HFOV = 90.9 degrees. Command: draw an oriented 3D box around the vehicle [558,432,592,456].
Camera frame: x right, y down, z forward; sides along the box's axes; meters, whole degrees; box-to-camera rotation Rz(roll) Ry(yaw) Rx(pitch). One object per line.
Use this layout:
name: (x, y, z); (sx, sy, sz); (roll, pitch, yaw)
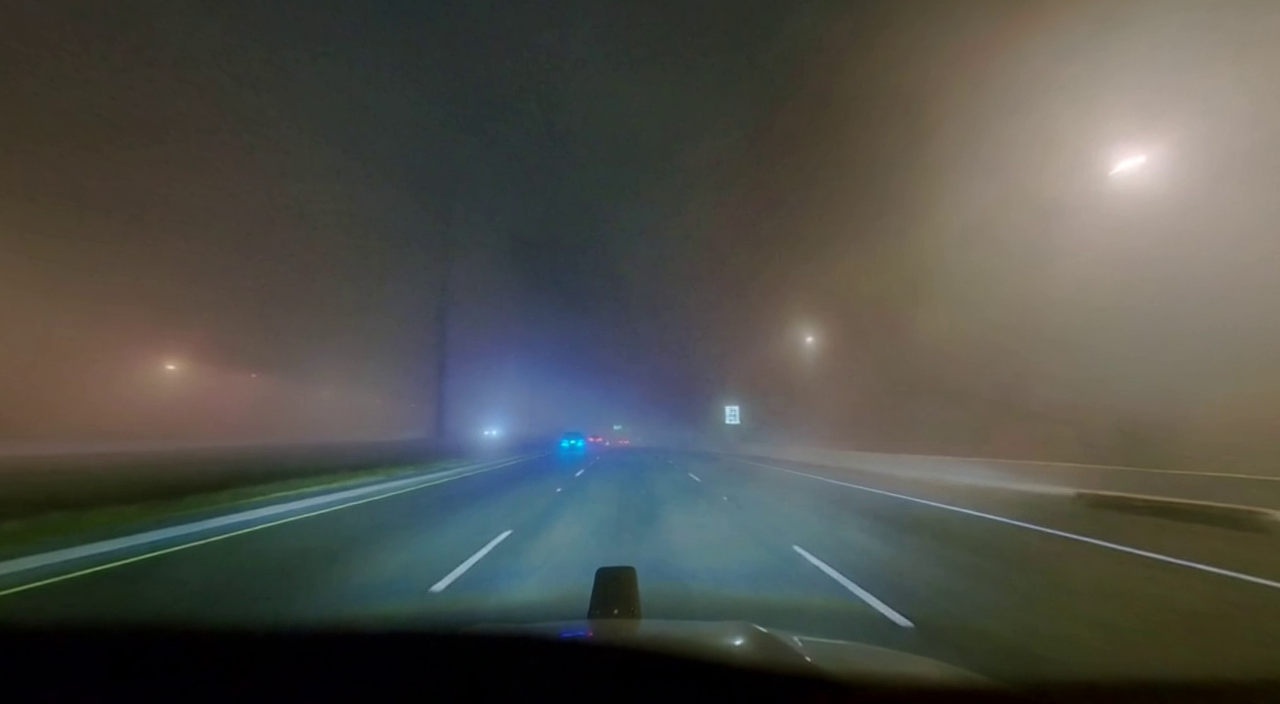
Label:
vehicle: (-4.469, 6.391, 43.908); (2.062, 1.591, 4.156); (0, -8, -1)
